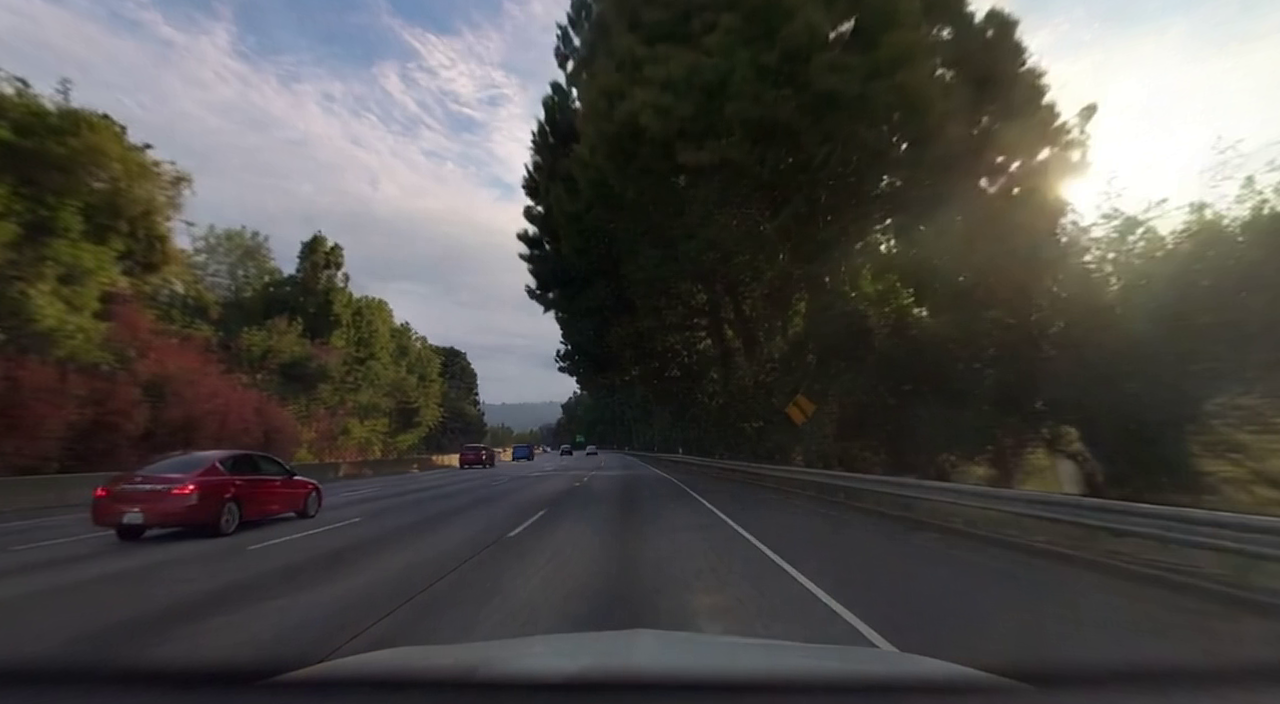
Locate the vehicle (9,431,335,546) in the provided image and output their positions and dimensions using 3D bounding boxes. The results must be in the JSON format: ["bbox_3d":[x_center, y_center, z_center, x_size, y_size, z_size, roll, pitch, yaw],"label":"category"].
[{"bbox_3d":[-7.740,2.285,11.287,2.133,1.586,4.869,0,-9,-1],"label":"vehicle"}]

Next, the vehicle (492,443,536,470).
[{"bbox_3d":[-8.060,6.711,40.593,2.060,1.680,4.255,0,-9,-2],"label":"vehicle"}]

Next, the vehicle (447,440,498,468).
[{"bbox_3d":[-12.406,7.591,47.121,2.425,1.926,5.584,0,-9,-2],"label":"vehicle"}]
